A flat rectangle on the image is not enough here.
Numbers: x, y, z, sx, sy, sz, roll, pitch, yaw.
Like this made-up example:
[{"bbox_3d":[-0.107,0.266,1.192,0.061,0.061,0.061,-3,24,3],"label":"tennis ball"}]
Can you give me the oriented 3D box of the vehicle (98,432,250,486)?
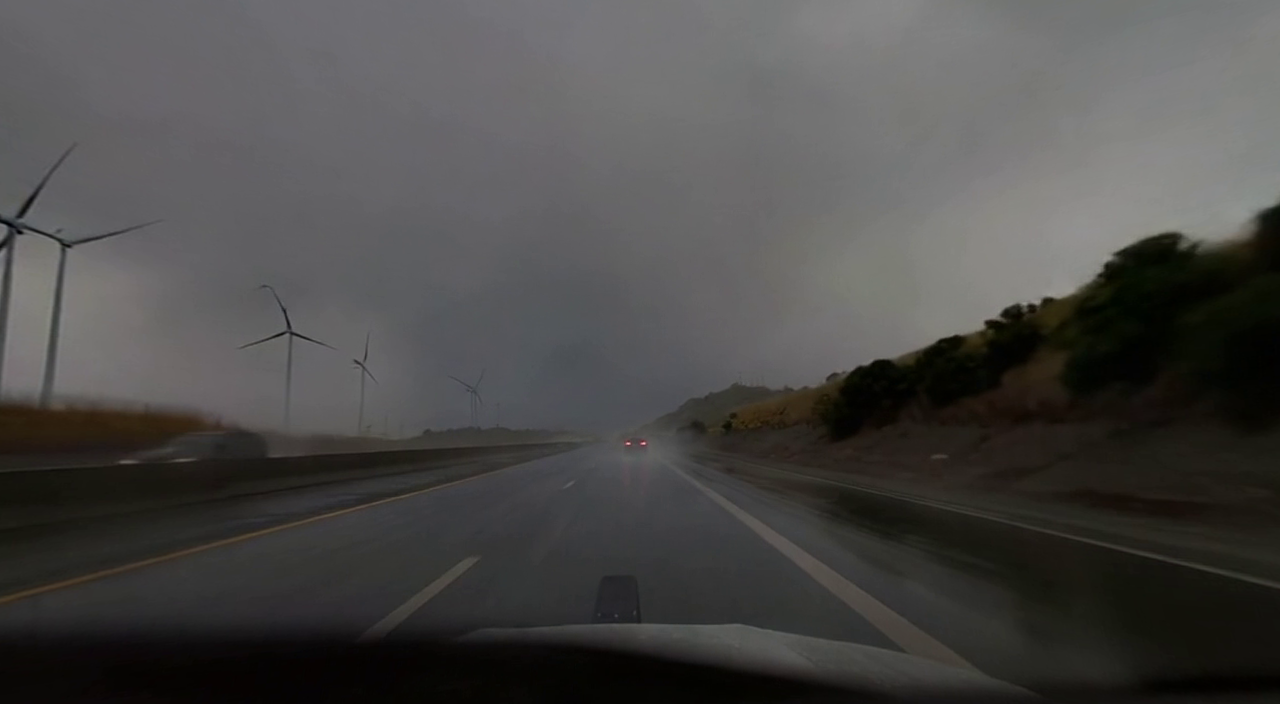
[{"bbox_3d":[-14.742,3.382,20.236,1.802,1.527,4.067,0,-8,-1],"label":"vehicle"}]
